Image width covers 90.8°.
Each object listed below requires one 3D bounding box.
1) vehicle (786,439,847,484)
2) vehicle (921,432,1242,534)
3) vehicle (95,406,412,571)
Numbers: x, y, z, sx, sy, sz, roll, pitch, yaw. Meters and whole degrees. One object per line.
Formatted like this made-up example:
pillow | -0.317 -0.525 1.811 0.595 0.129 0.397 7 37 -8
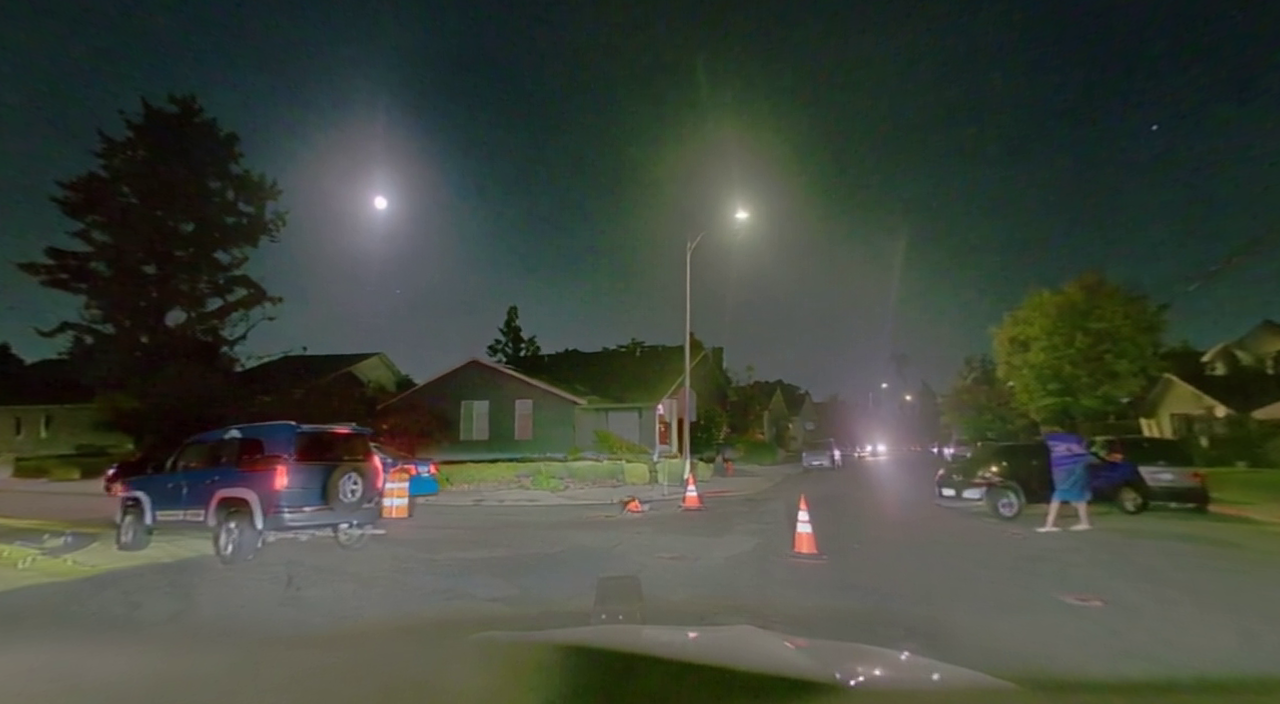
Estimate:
vehicle | 7.686 4.656 27.207 2.014 1.742 4.297 -3 -9 22
vehicle | 8.045 2.333 11.768 4.656 1.577 2.099 1 -8 -10
vehicle | -5.544 1.785 8.997 4.094 1.748 2.350 -6 -10 36
